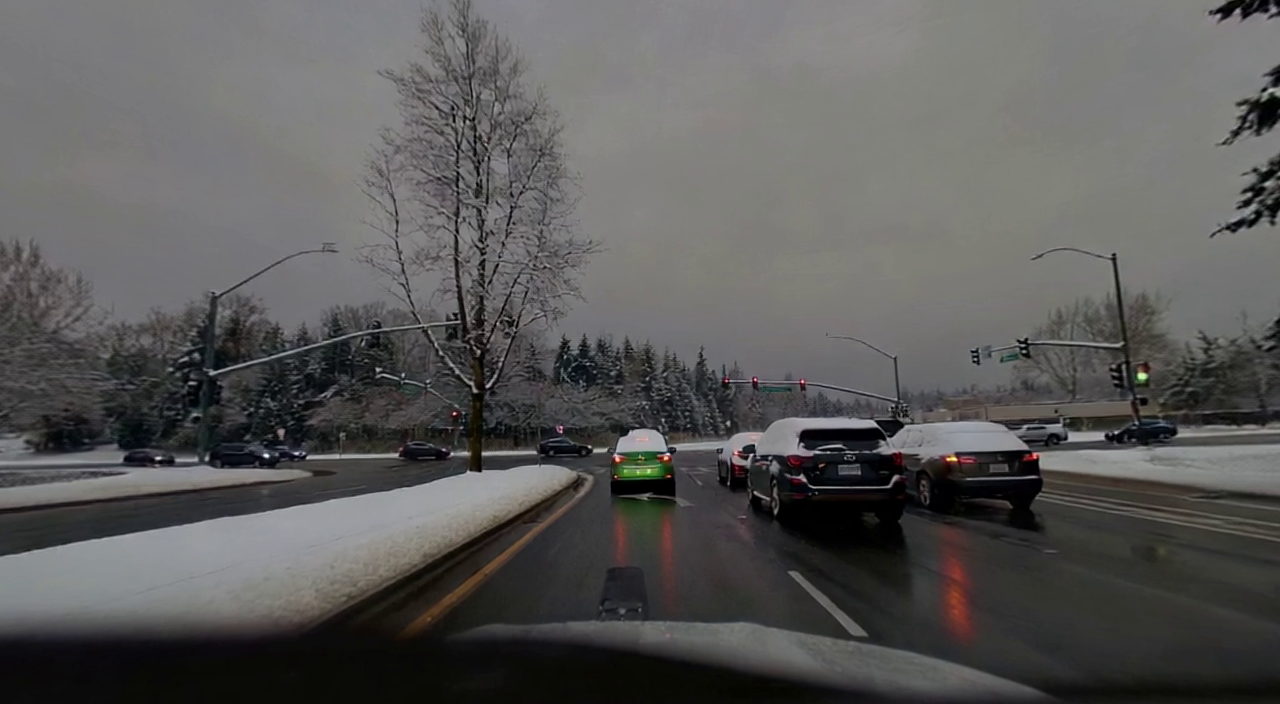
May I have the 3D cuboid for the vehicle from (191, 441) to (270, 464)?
[{"bbox_3d":[-29.716,7.294,45.907,4.517,1.637,1.935,-1,-9,9],"label":"vehicle"}]

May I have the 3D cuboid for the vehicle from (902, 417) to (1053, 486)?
[{"bbox_3d":[10.976,3.309,21.230,2.130,1.988,5.684,0,-8,3],"label":"vehicle"}]

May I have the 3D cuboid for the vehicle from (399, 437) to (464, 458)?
[{"bbox_3d":[-15.586,7.163,47.354,4.076,1.498,2.175,-1,-8,5],"label":"vehicle"}]

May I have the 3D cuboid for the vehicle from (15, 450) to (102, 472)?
[{"bbox_3d":[-40.766,7.624,44.296,4.630,1.441,1.923,-1,-9,9],"label":"vehicle"}]

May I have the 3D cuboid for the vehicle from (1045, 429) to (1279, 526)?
[{"bbox_3d":[10.408,2.364,12.489,1.919,1.549,4.452,0,-8,2],"label":"vehicle"}]

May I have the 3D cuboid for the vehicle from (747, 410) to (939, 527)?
[{"bbox_3d":[3.543,2.155,12.249,2.111,1.780,4.990,0,-8,1],"label":"vehicle"}]

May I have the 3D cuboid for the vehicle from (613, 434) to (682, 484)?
[{"bbox_3d":[0.282,3.461,20.717,2.026,1.458,4.175,0,-8,2],"label":"vehicle"}]
